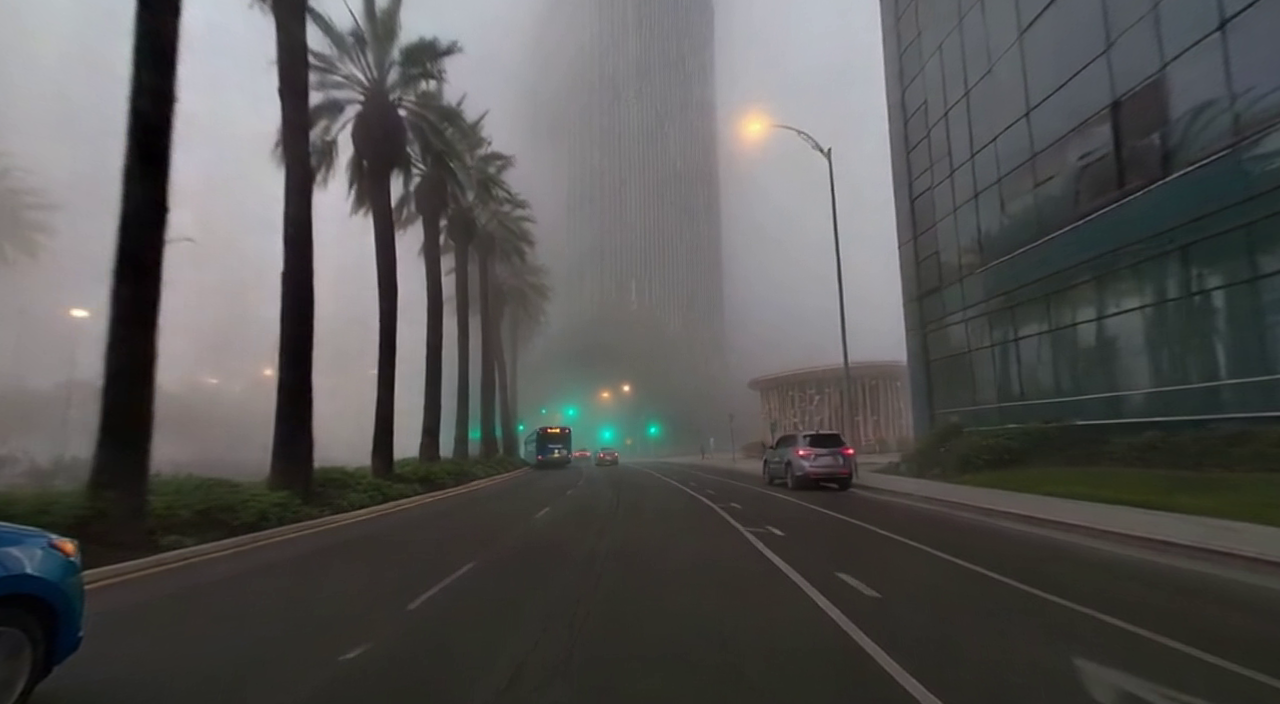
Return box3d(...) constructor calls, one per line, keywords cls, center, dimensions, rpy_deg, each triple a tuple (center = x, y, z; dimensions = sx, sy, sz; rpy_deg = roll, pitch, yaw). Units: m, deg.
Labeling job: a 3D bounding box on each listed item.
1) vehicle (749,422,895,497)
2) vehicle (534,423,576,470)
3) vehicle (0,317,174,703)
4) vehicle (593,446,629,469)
box3d(cls="vehicle", center=(5.017, 3.097, 18.458), dimensions=(2.212, 1.854, 5.419), rpy_deg=(0, -9, -5))
box3d(cls="vehicle", center=(-6.162, 6.936, 46.126), dimensions=(2.678, 3.042, 8.474), rpy_deg=(1, -9, -7))
box3d(cls="vehicle", center=(-3.592, 0.549, 0.936), dimensions=(2.120, 1.826, 4.737), rpy_deg=(0, -9, 0))
box3d(cls="vehicle", center=(-2.064, 7.339, 44.016), dimensions=(2.107, 1.481, 4.097), rpy_deg=(1, -9, -8))
